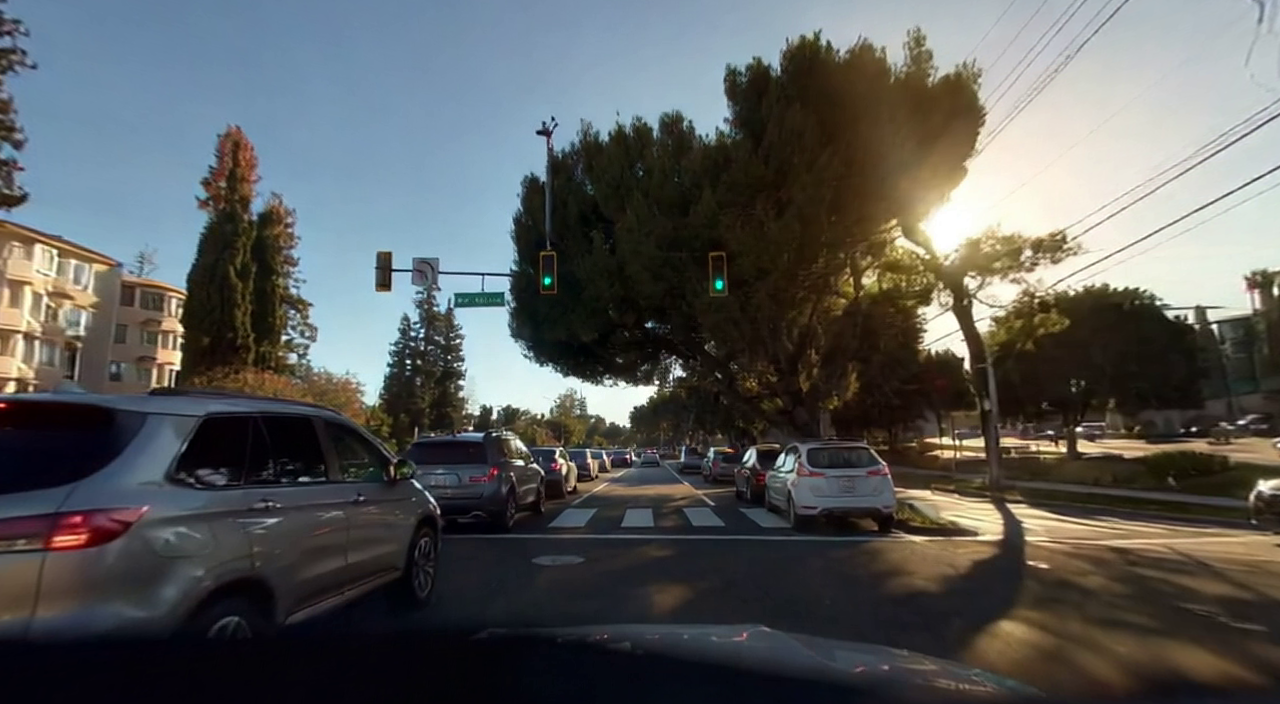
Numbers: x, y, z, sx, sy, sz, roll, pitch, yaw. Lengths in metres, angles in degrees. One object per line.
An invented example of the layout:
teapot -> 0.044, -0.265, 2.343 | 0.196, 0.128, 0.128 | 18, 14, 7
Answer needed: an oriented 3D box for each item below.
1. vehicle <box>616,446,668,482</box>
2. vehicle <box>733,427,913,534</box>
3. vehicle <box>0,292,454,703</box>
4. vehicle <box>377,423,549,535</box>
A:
vehicle -> 0.105, 5.067, 28.806 | 2.185, 1.515, 4.215 | 0, -8, 0
vehicle -> 3.329, 2.448, 12.645 | 2.201, 1.734, 4.564 | 0, -9, 0
vehicle -> -2.852, 0.997, 3.670 | 2.127, 1.754, 4.287 | 0, -9, 1
vehicle -> -3.117, 2.327, 12.167 | 1.958, 1.744, 4.315 | 0, -9, 2
